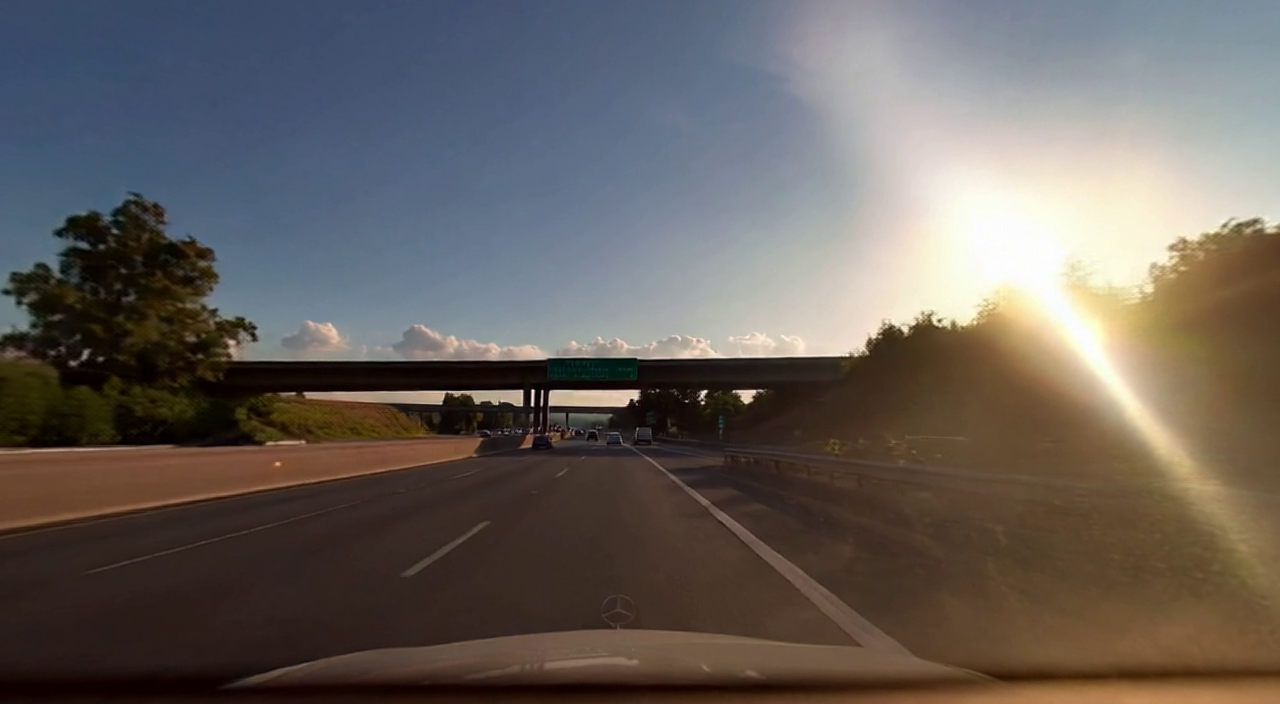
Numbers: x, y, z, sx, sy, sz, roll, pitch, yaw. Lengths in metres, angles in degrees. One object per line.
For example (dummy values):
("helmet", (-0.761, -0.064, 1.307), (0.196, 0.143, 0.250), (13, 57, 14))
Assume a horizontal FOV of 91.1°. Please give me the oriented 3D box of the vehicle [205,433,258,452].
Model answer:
("vehicle", (-31.746, 7.022, 48.945), (1.715, 1.396, 3.759), (0, -8, -2))
